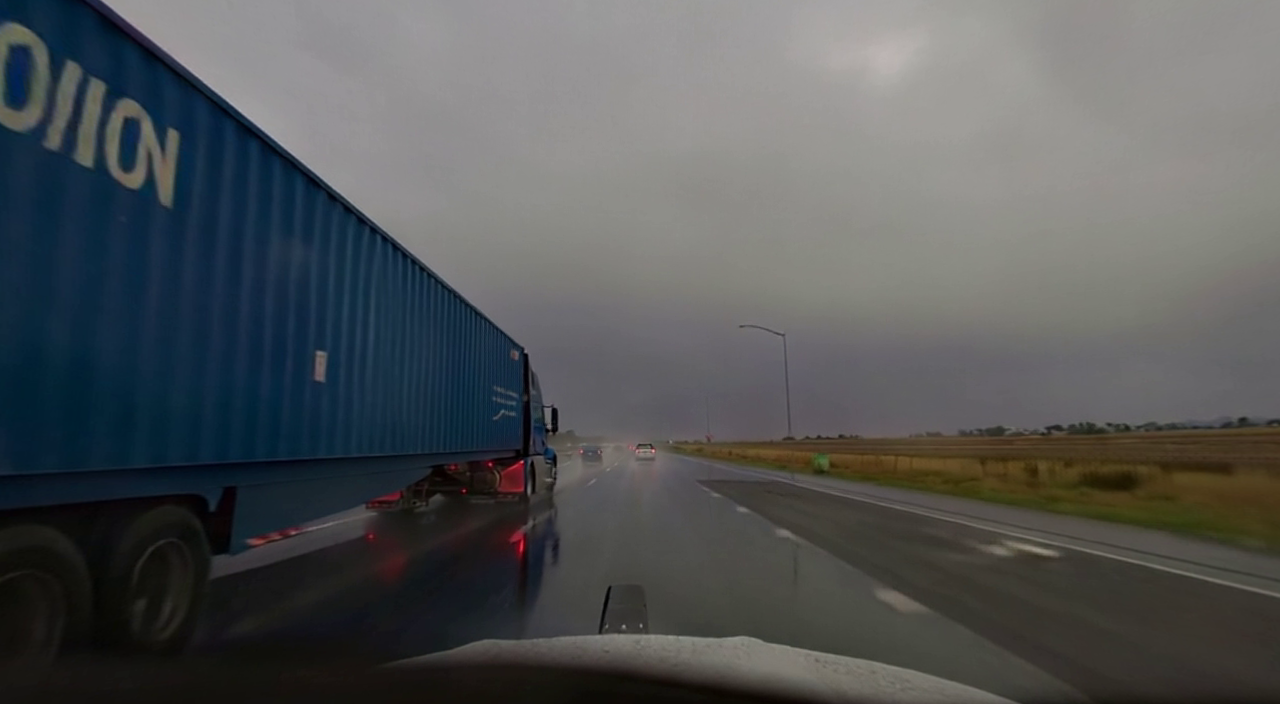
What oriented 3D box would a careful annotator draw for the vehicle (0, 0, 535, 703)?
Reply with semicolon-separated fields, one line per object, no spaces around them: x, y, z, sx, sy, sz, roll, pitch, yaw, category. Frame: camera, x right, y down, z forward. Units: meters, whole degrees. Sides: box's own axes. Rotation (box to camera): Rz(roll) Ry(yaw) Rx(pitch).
-3.912;0.406;7.499;2.840;4.032;13.388;0;-8;1;vehicle

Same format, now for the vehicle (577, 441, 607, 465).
-3.703;7.877;49.333;1.995;1.745;4.187;0;-8;1;vehicle

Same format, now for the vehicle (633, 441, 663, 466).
0.550;7.467;46.432;2.136;1.718;4.157;0;-8;0;vehicle
